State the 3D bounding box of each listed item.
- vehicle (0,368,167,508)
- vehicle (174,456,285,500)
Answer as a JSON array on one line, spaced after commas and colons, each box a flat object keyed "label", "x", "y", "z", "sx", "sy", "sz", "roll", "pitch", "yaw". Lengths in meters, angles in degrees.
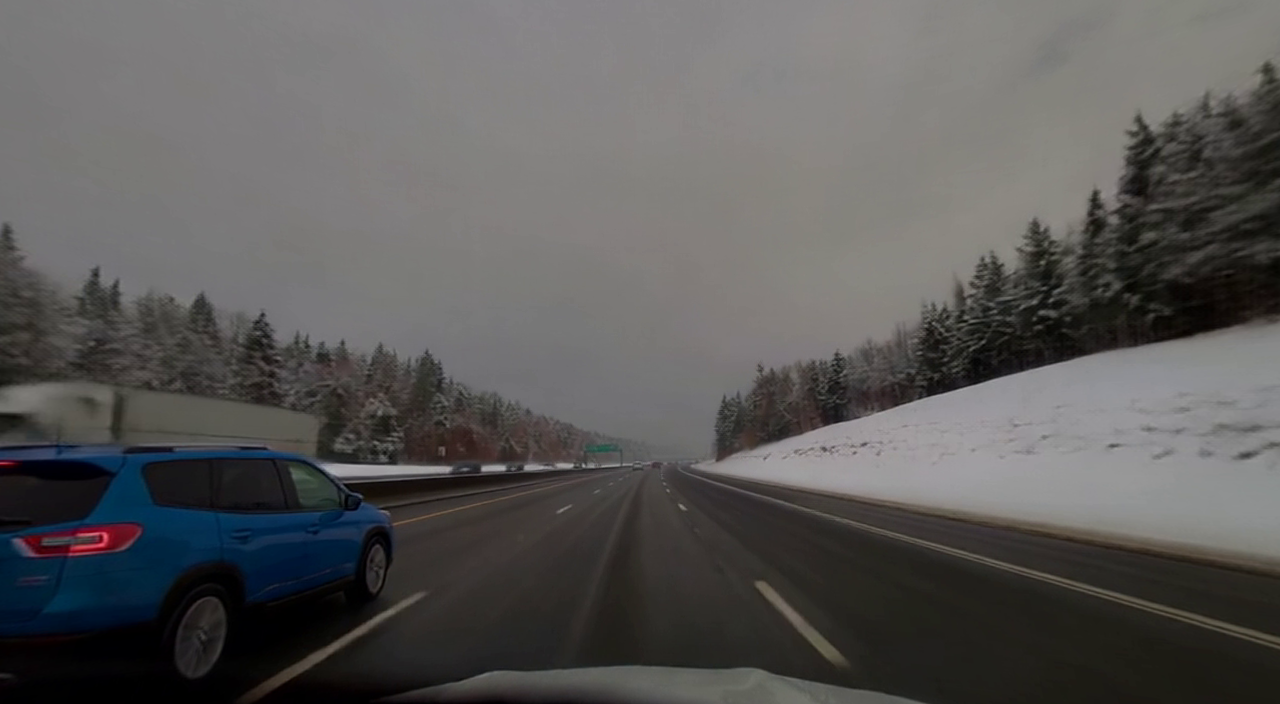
[{"label": "vehicle", "x": -19.689, "y": 2.954, "z": 20.903, "sx": 2.984, "sy": 3.962, "sz": 5.856, "roll": 1, "pitch": -11, "yaw": 1}, {"label": "vehicle", "x": -15.480, "y": 4.769, "z": 24.038, "sx": 1.690, "sy": 1.505, "sz": 3.744, "roll": 1, "pitch": -11, "yaw": -1}]
